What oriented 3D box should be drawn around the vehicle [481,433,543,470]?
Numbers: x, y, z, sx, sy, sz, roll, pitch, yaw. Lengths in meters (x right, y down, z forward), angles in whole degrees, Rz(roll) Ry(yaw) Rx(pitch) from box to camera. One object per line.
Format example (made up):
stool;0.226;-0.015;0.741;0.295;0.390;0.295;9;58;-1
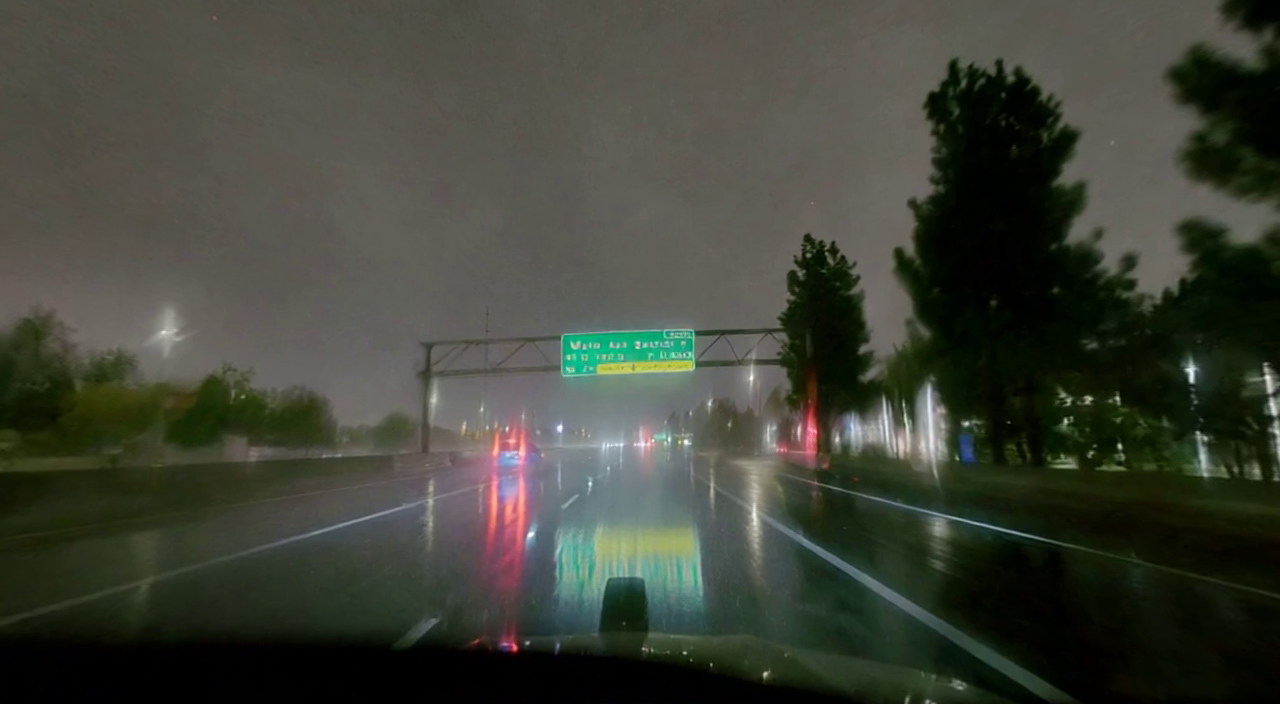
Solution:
vehicle;-6.587;5.173;32.922;2.145;1.793;4.762;0;-8;1
